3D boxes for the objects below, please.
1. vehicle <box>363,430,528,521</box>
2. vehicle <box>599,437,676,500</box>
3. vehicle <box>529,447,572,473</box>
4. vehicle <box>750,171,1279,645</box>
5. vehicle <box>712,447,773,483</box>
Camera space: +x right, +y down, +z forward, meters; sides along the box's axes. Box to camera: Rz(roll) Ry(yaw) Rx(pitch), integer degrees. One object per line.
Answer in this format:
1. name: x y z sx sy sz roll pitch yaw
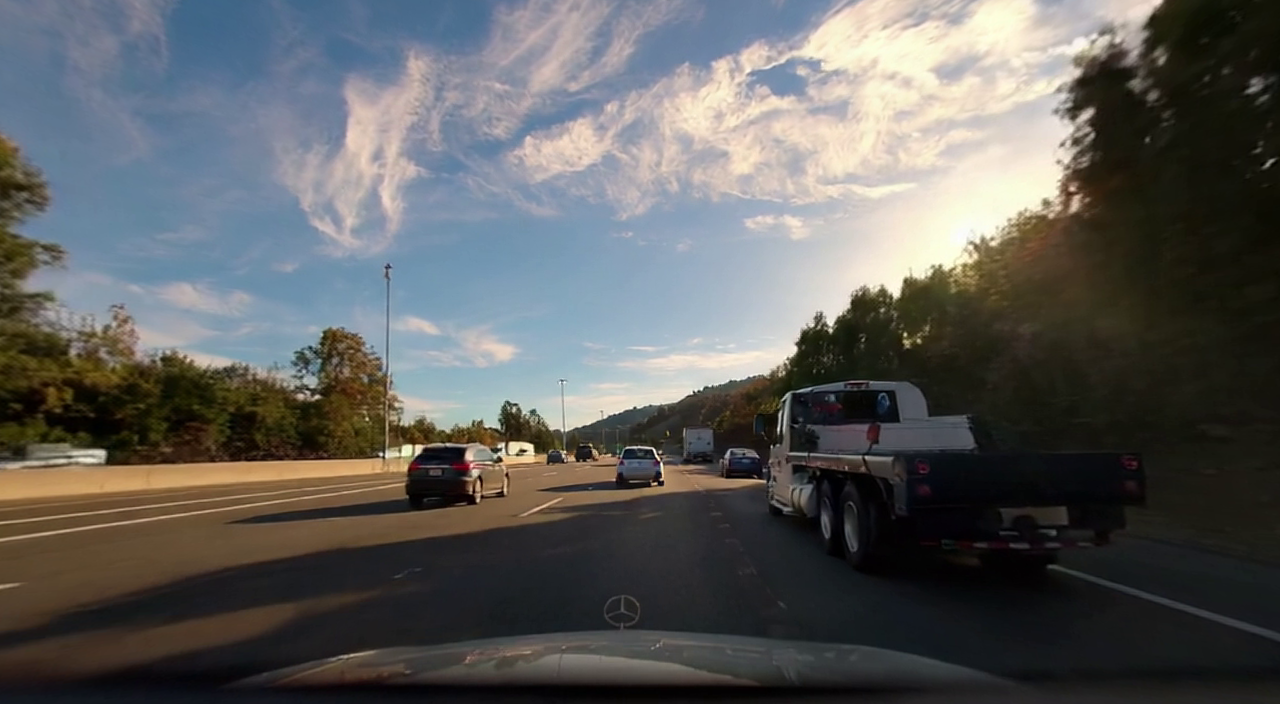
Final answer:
1. vehicle: -4.110 2.684 14.378 1.988 1.696 4.754 0 -9 4
2. vehicle: 0.040 3.525 19.569 2.103 1.717 4.399 0 -9 3
3. vehicle: -5.910 7.133 42.130 1.958 1.633 4.568 0 -9 3
4. vehicle: 3.715 0.965 9.007 2.836 3.508 8.723 0 -9 1
5. vehicle: 4.660 5.201 29.472 2.146 1.482 4.665 0 -8 1
